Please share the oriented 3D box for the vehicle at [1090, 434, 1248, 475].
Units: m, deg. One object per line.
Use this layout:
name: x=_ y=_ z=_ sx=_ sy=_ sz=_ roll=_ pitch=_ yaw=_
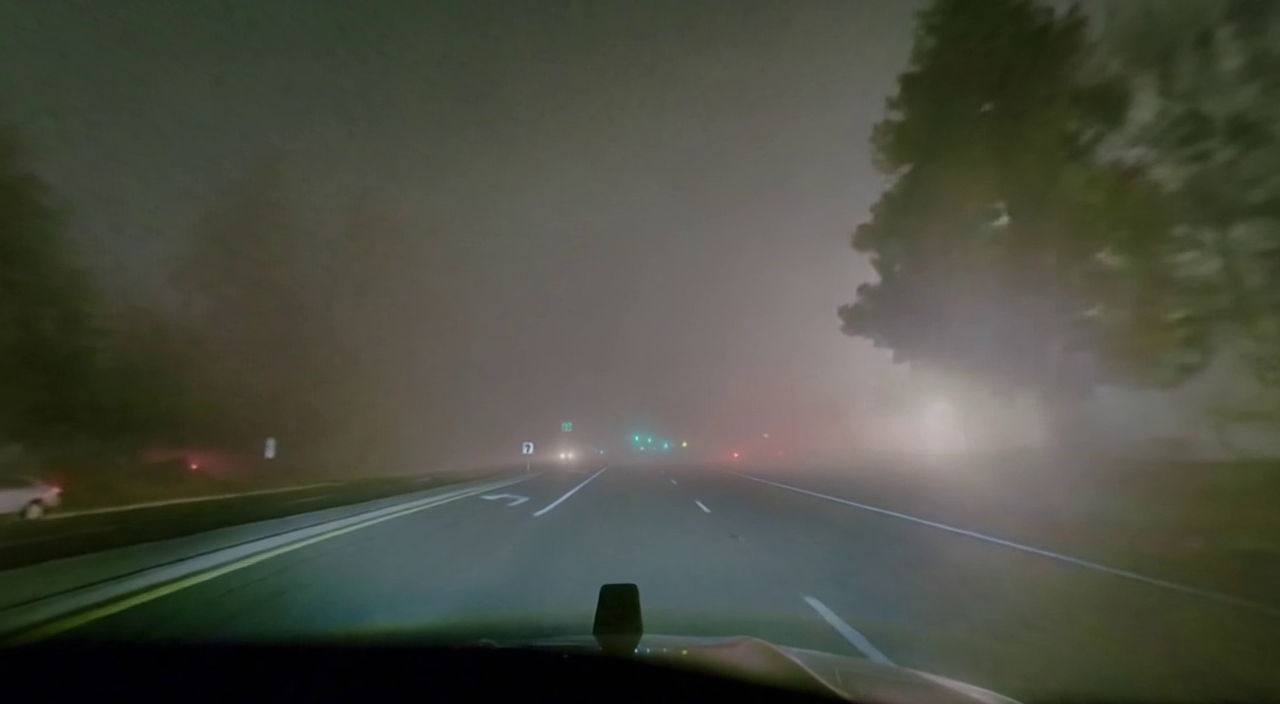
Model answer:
vehicle: x=20.392 y=3.970 z=24.495 sx=4.402 sy=1.476 sz=1.860 roll=0 pitch=-9 yaw=-1
